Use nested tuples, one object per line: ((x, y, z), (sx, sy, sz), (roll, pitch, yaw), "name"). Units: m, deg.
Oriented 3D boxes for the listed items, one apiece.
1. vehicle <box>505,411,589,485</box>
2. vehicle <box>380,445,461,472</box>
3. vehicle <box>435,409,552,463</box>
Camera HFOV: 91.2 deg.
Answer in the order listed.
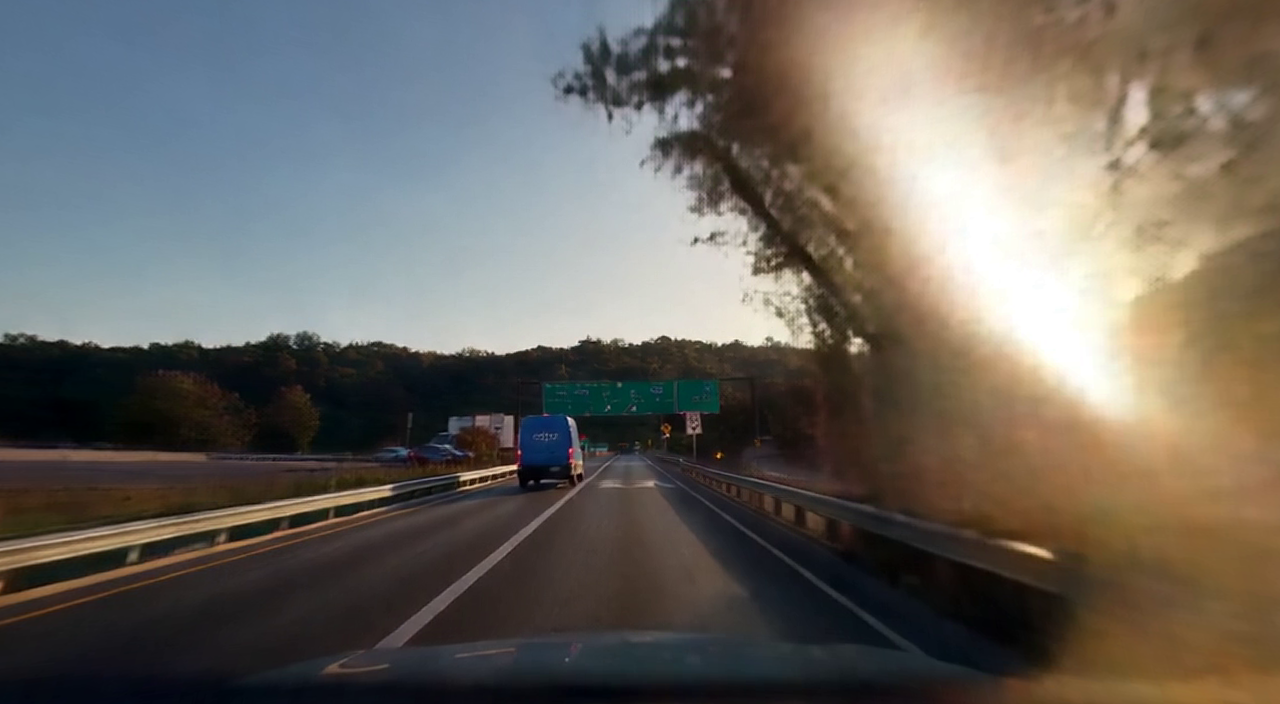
((-3.651, 4.015, 26.200), (2.463, 2.640, 7.034), (0, -9, 0), "vehicle")
((-13.314, 6.474, 38.281), (4.396, 1.557, 1.952), (2, -9, -14), "vehicle")
((-11.792, 6.780, 49.831), (10.047, 3.953, 3.340), (-7, -11, 37), "vehicle")
